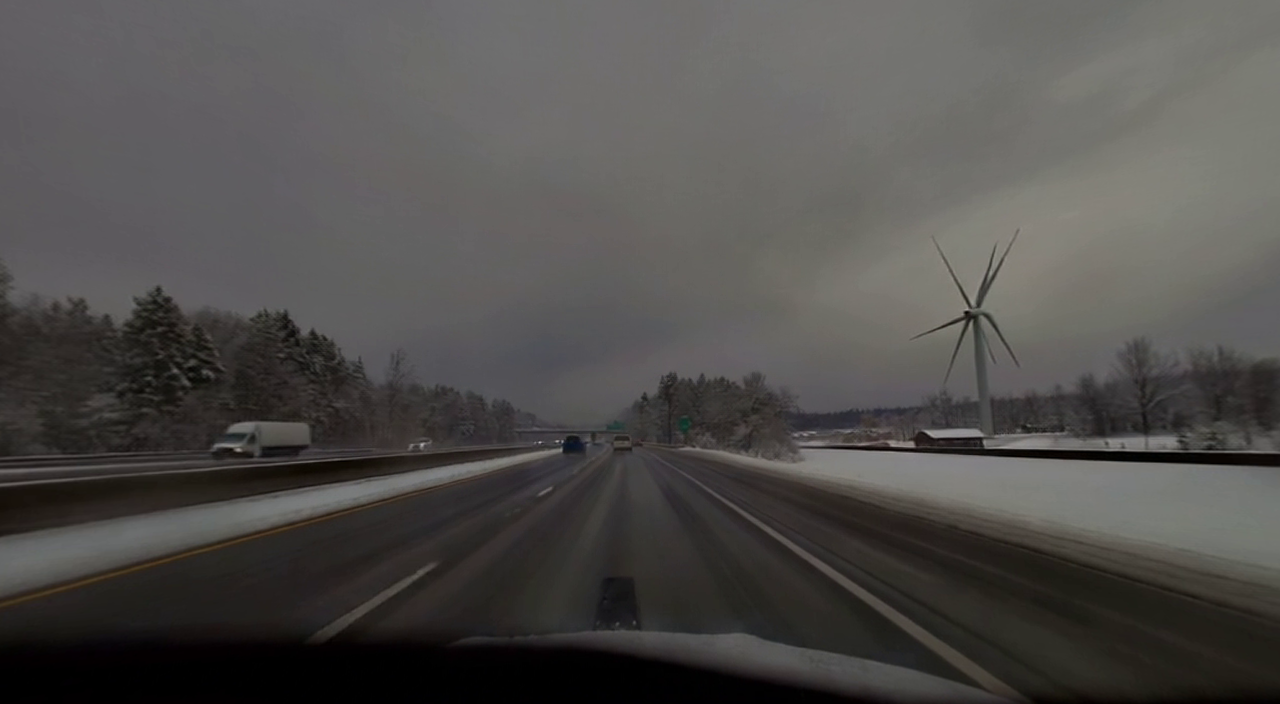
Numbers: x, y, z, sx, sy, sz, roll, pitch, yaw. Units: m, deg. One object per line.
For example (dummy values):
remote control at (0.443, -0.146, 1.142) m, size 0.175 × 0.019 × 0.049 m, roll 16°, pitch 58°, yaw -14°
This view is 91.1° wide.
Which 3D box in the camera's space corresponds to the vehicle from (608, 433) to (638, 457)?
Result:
vehicle at (-1.325, 7.284, 49.383) m, size 2.213 × 1.774 × 4.563 m, roll 0°, pitch -8°, yaw -1°
